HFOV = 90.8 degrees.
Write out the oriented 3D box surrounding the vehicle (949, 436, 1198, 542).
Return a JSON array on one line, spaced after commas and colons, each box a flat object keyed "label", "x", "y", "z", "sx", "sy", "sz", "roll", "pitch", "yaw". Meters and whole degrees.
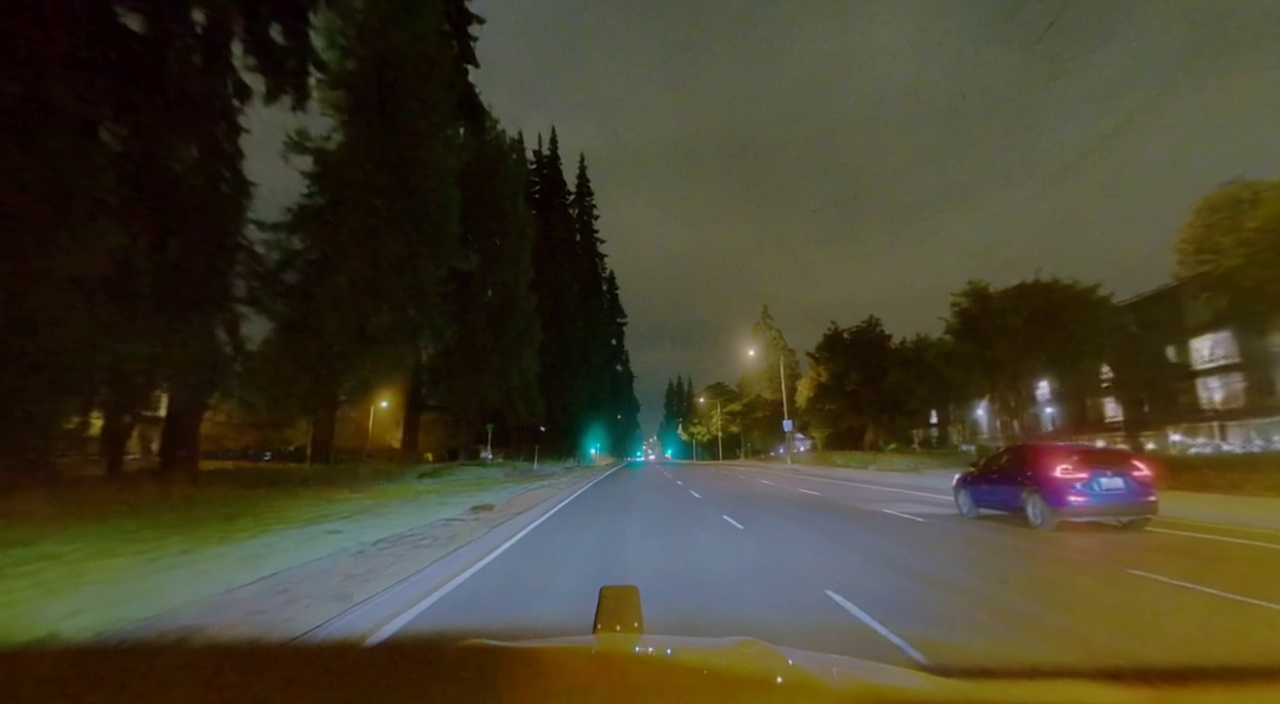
[{"label": "vehicle", "x": 7.193, "y": 2.262, "z": 10.992, "sx": 1.797, "sy": 1.518, "sz": 3.433, "roll": 0, "pitch": -9, "yaw": -1}]
